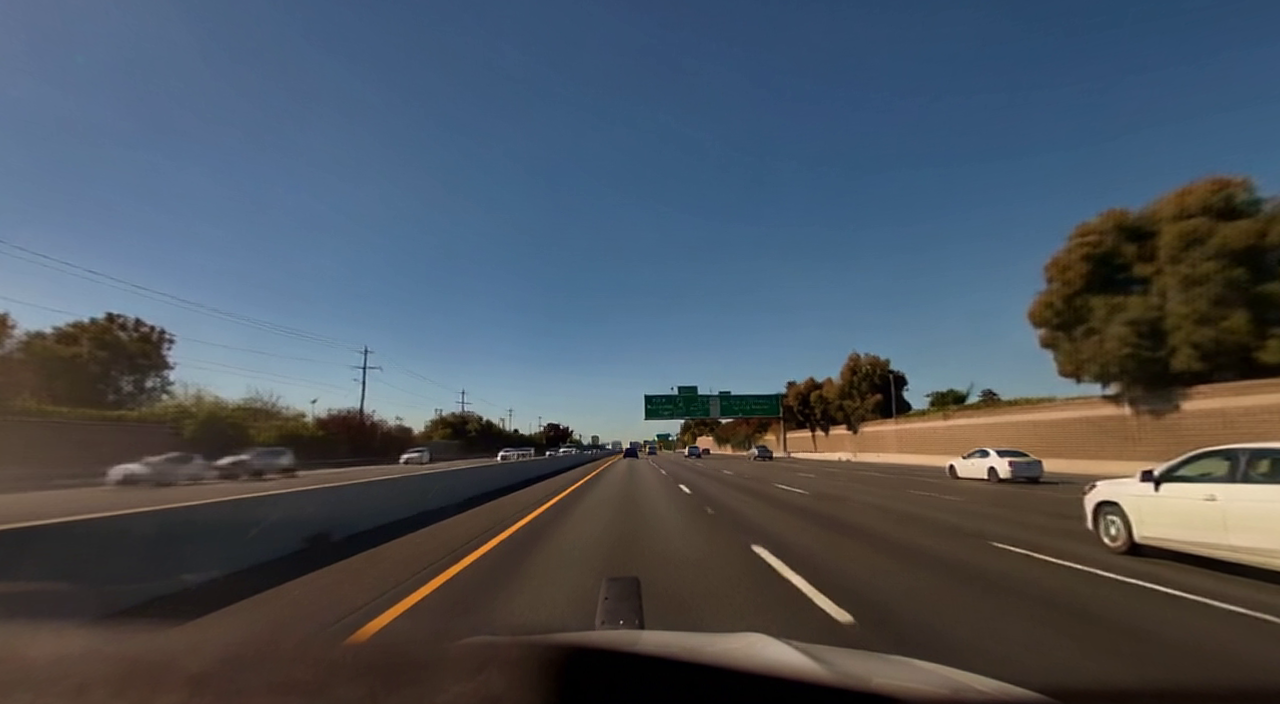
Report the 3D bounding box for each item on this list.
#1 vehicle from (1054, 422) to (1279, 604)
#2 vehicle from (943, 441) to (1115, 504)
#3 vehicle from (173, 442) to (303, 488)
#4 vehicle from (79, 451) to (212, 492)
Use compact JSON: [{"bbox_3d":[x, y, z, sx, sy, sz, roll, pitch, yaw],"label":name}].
[{"bbox_3d":[6.149,1.380,5.573,1.821,1.470,4.633,0,-9,-1],"label":"vehicle"},{"bbox_3d":[9.926,3.075,16.582,1.836,1.418,4.132,0,-9,-1],"label":"vehicle"},{"bbox_3d":[-16.239,4.566,25.915,2.109,1.703,4.910,0,-9,-1],"label":"vehicle"},{"bbox_3d":[-19.977,4.803,25.814,1.934,1.509,4.361,0,-9,-1],"label":"vehicle"}]
